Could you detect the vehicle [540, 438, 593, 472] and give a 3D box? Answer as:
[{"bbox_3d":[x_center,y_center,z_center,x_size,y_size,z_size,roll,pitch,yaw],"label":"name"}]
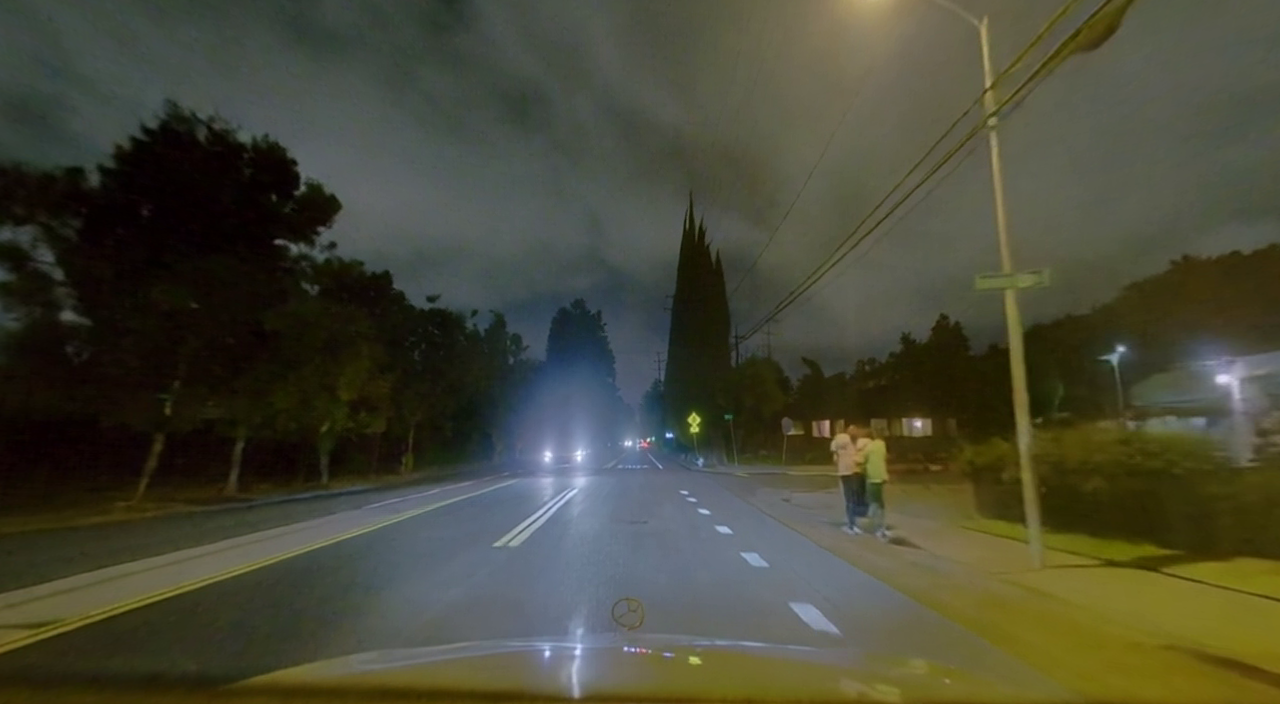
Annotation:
[{"bbox_3d":[-4.013,5.745,35.415,2.267,1.768,4.911,0,-9,1],"label":"vehicle"}]
